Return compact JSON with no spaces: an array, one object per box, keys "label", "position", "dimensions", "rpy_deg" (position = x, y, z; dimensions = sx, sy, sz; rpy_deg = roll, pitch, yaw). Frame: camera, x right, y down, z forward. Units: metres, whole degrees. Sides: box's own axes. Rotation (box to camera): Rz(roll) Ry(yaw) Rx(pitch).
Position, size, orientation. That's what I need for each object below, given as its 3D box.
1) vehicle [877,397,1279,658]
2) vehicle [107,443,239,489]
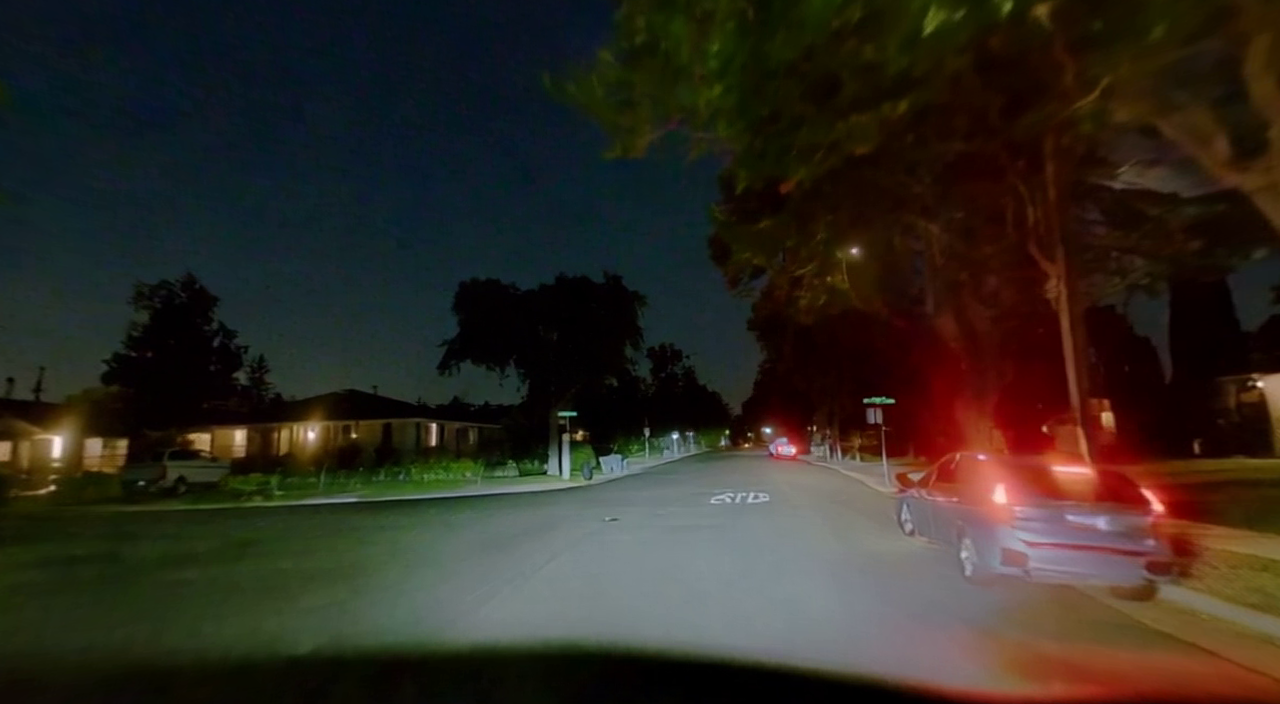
[{"label":"vehicle","position":[4.068,1.509,6.534],"dimensions":[2.053,1.737,4.375],"rpy_deg":[-1,-9,8]},{"label":"vehicle","position":[-19.615,4.775,26.843],"dimensions":[2.021,1.798,4.491],"rpy_deg":[0,-9,2]}]
